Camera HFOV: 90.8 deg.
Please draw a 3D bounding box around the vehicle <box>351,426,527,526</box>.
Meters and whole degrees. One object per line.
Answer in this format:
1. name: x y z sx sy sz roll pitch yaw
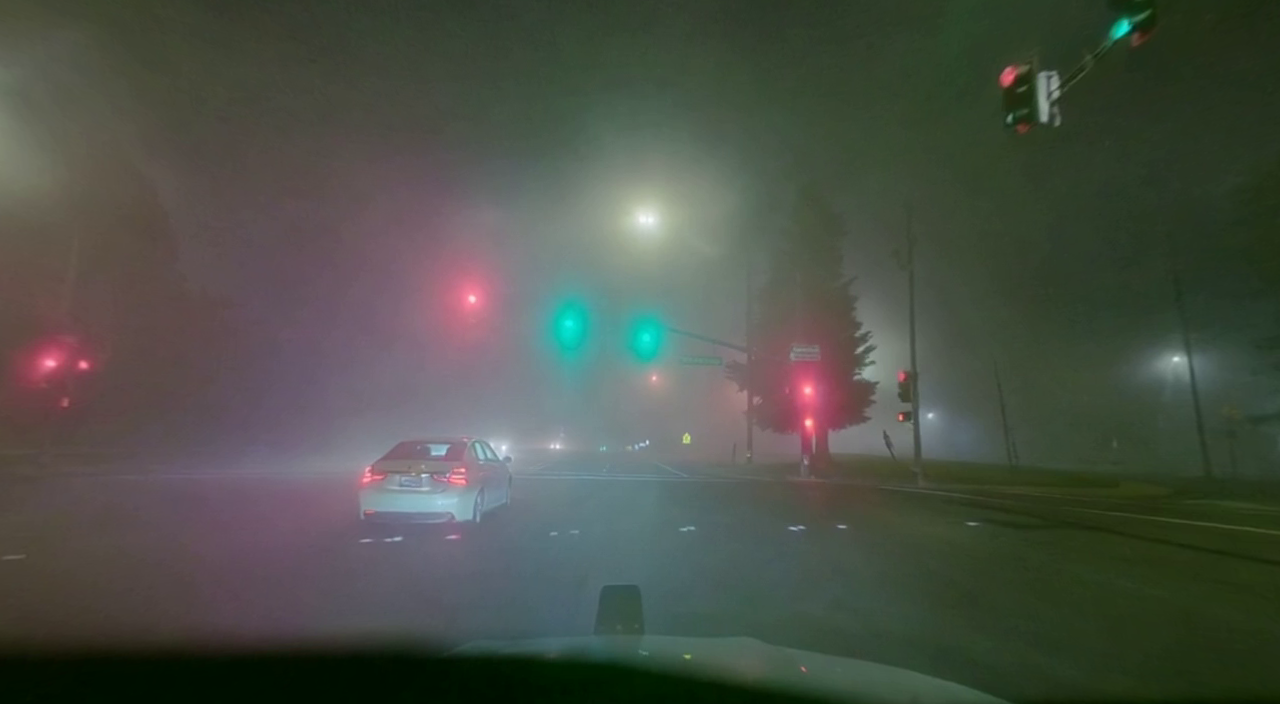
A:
1. vehicle: -3.477 2.223 11.898 1.915 1.521 4.283 0 -8 0
